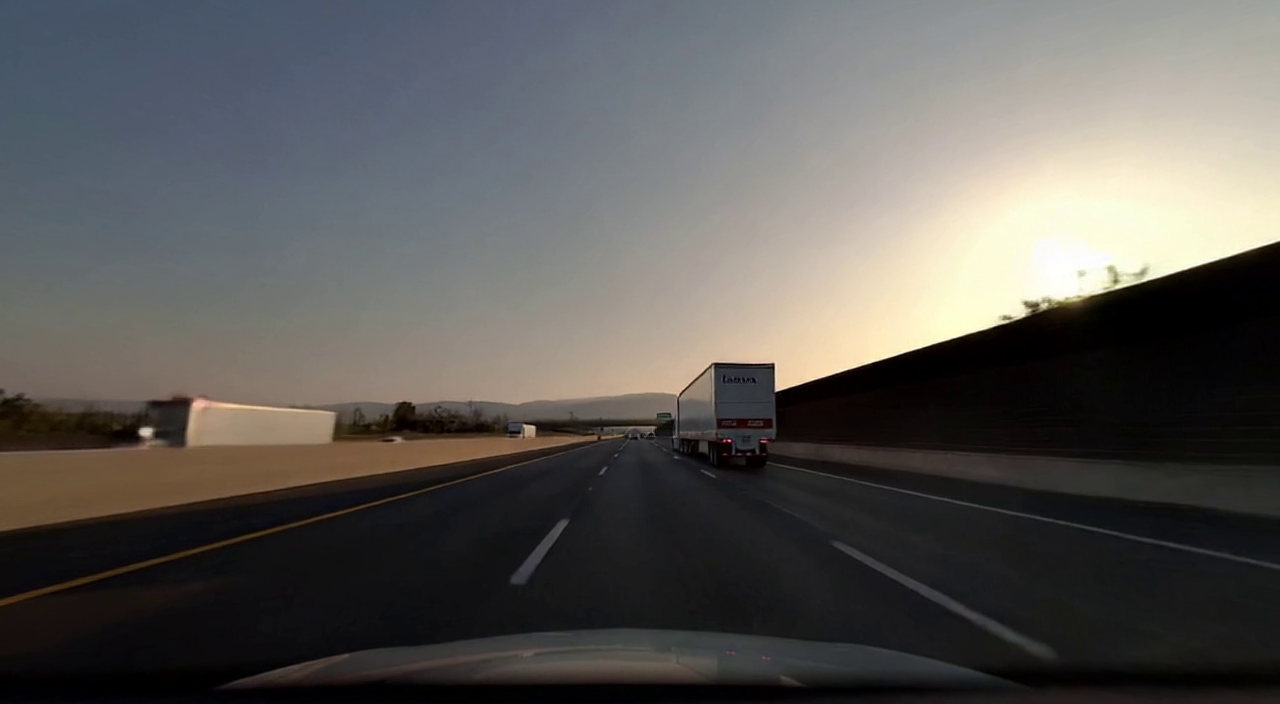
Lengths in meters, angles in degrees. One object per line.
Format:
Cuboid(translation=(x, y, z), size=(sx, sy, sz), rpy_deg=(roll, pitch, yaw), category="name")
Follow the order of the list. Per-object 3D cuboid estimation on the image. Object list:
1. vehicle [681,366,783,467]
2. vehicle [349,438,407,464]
Cuboid(translation=(4.145, 3.523, 32.137), size=(2.920, 4.029, 13.900), rpy_deg=(0, -8, -1), category="vehicle")
Cuboid(translation=(-16.293, 6.166, 39.284), size=(1.820, 1.506, 4.258), rpy_deg=(0, -8, 0), category="vehicle")
